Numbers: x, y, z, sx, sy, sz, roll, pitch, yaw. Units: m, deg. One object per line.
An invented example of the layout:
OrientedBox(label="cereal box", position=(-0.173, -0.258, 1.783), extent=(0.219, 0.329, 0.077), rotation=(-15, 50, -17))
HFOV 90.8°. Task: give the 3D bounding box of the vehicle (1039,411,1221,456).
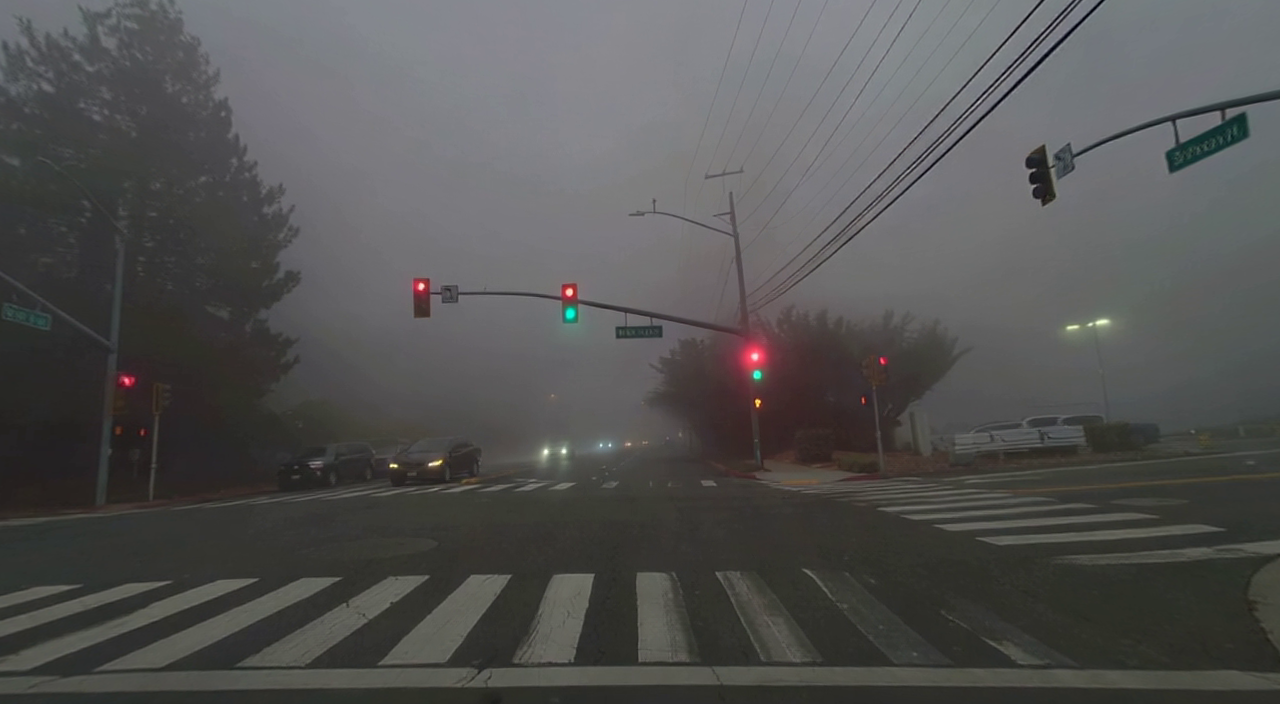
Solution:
OrientedBox(label="vehicle", position=(16.930, 2.905, 22.121), extent=(4.560, 1.453, 1.851), rotation=(-3, -9, 18))

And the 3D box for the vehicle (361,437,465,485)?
OrientedBox(label="vehicle", position=(-10.173, 4.928, 28.979), extent=(2.664, 1.940, 5.702), rotation=(0, -9, 0))

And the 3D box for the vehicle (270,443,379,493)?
OrientedBox(label="vehicle", position=(-13.785, 5.069, 28.053), extent=(2.306, 1.957, 4.968), rotation=(0, -9, -1))
